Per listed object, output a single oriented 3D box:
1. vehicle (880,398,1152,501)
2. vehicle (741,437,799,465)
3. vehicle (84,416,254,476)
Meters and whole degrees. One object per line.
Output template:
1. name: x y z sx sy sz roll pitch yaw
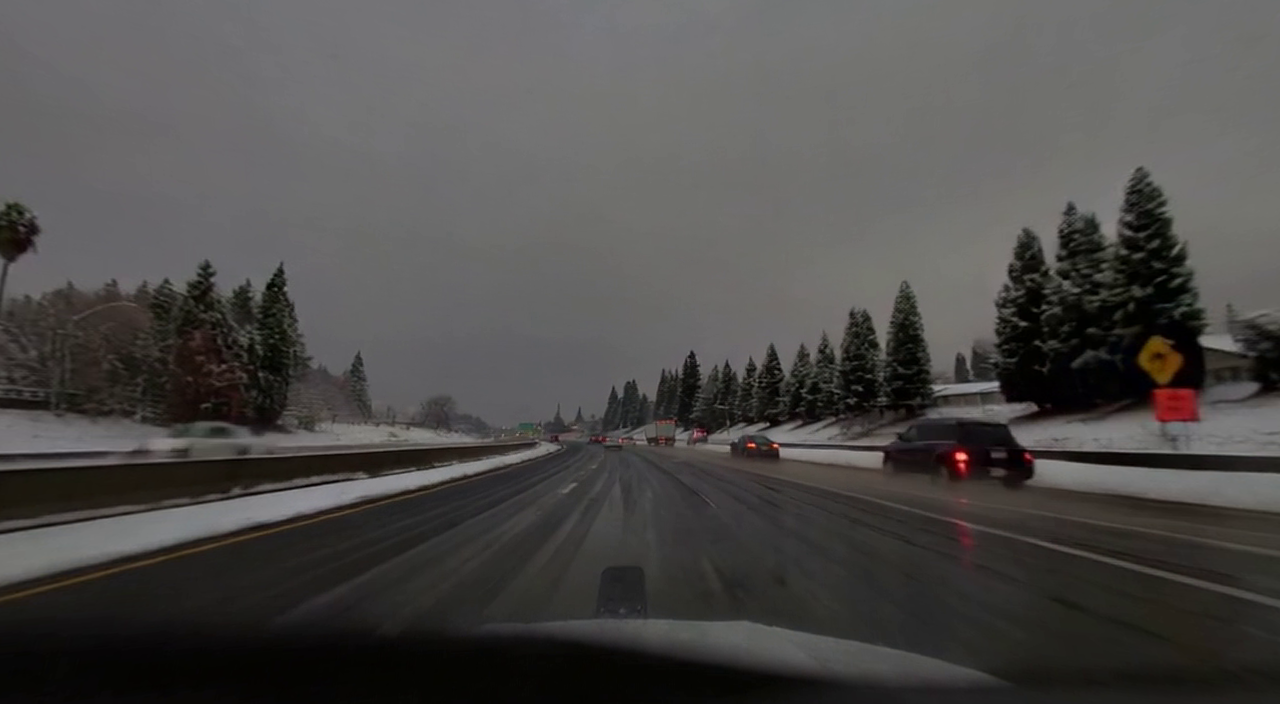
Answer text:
1. vehicle: 8.586 2.375 15.594 2.622 1.977 6.537 0 -8 -1
2. vehicle: 7.299 5.612 35.940 2.110 1.481 4.511 0 -8 -3
3. vehicle: -15.009 3.038 20.531 2.019 1.712 4.612 0 -8 -1
